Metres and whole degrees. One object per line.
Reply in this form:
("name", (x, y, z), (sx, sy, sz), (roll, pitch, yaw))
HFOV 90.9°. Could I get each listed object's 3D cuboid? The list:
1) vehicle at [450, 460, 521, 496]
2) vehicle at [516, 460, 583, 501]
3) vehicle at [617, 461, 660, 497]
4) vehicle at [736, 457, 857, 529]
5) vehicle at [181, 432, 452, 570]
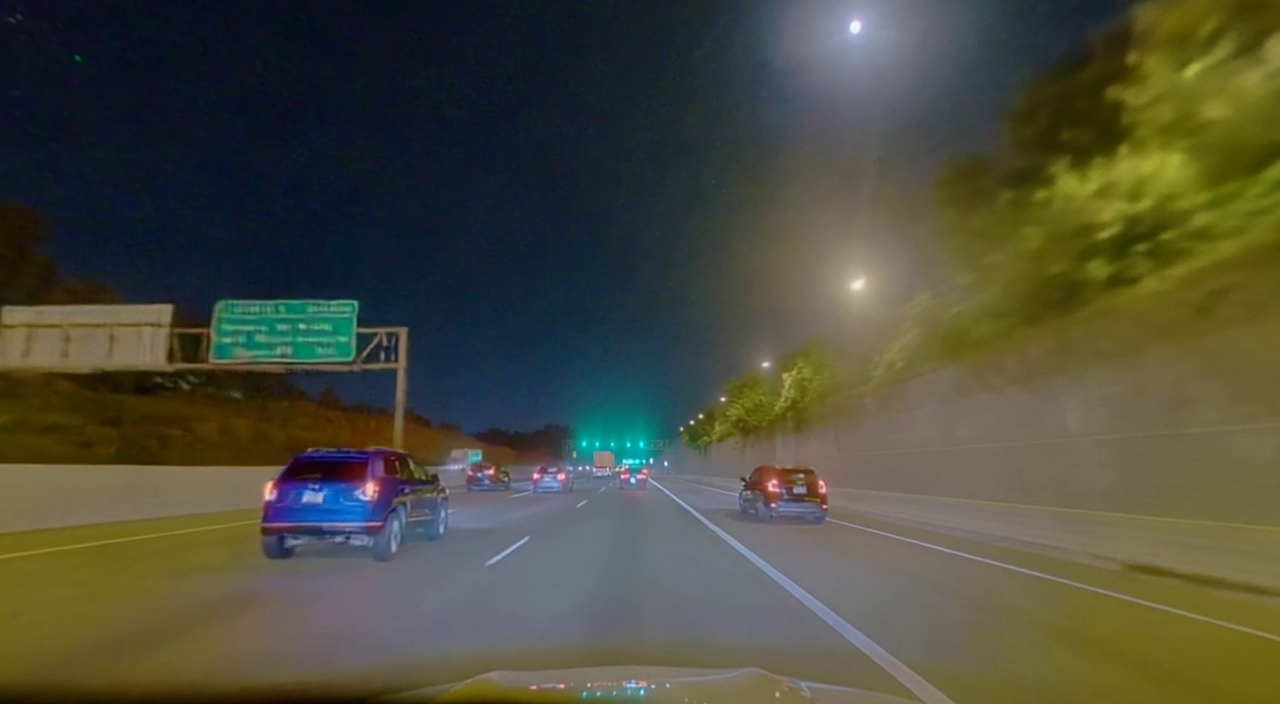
("vehicle", (-7.319, 6.038, 30.307), (2.142, 1.545, 4.708), (1, -11, 1))
("vehicle", (-3.704, 5.407, 26.741), (2.102, 1.521, 4.687), (1, -11, 1))
("vehicle", (-0.066, 6.321, 31.488), (1.992, 1.601, 3.762), (1, -11, 0))
("vehicle", (3.830, 3.550, 16.204), (1.992, 1.557, 4.017), (1, -11, -1))
("vehicle", (-4.765, 2.304, 10.268), (2.069, 1.699, 4.452), (1, -11, -1))
